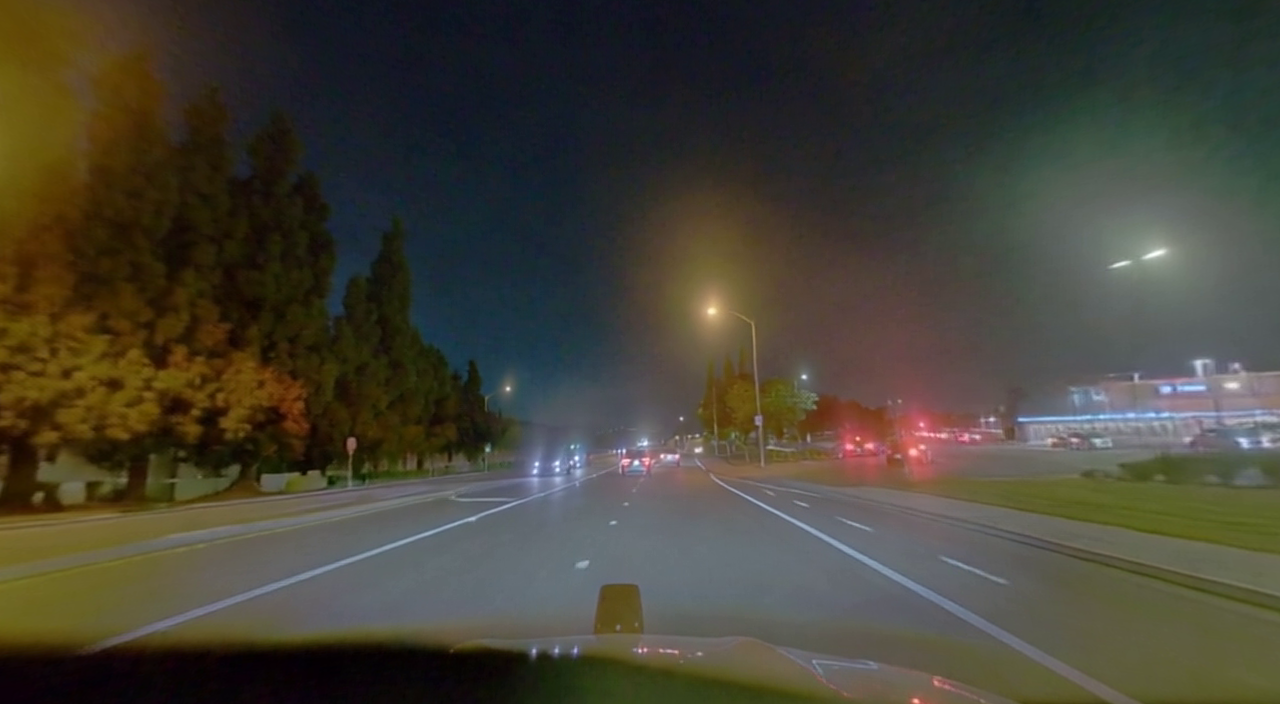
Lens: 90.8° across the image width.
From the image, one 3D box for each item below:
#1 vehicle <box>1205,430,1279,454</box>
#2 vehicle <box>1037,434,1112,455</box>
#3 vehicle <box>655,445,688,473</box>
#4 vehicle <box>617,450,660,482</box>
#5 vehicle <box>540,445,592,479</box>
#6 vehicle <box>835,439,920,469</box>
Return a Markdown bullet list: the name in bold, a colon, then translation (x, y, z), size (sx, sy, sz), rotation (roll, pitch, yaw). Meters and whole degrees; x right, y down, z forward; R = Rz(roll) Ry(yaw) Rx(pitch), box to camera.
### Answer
- **vehicle**: translation (39.463, 5.796, 40.536), size (1.810, 1.442, 4.420), rotation (1, -9, -10)
- **vehicle**: translation (31.492, 6.693, 45.849), size (4.202, 1.432, 1.934), rotation (1, -9, -9)
- **vehicle**: translation (2.085, 7.074, 41.948), size (2.046, 1.768, 4.370), rotation (-1, -9, 2)
- **vehicle**: translation (-0.081, 5.436, 30.372), size (1.917, 1.418, 3.987), rotation (-1, -9, 0)
- **vehicle**: translation (-4.485, 6.754, 39.277), size (2.298, 1.905, 5.777), rotation (-1, -9, 2)
- **vehicle**: translation (17.442, 7.556, 47.421), size (2.618, 1.565, 11.353), rotation (-4, -7, 3)
